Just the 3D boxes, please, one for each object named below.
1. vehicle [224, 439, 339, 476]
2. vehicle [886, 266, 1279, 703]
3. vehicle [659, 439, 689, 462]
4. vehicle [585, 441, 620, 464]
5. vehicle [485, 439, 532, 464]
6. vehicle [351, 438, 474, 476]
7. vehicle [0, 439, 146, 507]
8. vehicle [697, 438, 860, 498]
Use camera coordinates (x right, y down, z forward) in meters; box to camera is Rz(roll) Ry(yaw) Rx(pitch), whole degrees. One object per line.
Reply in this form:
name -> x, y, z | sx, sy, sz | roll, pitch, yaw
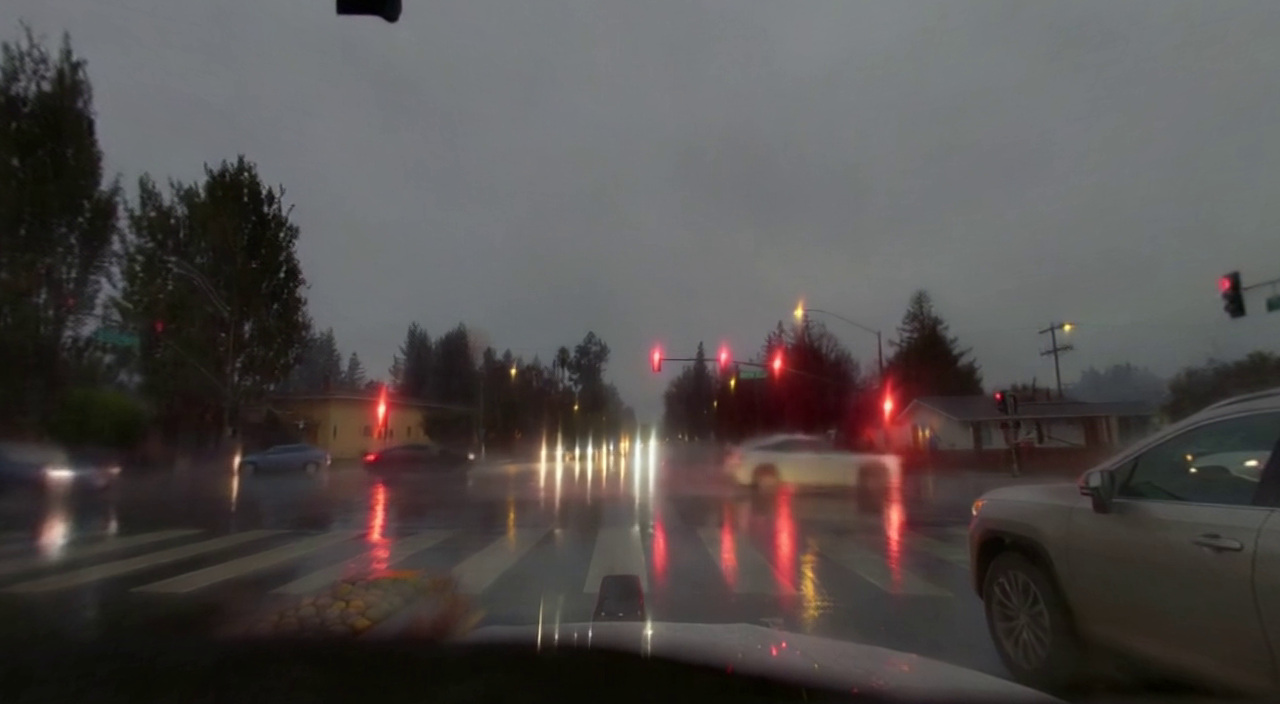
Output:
vehicle -> -18.528, 5.442, 32.831 | 2.065, 1.775, 4.667 | -7, -11, 39
vehicle -> 2.695, 0.708, 1.748 | 2.085, 1.800, 4.908 | 0, -9, 1
vehicle -> 2.543, 7.500, 48.035 | 2.130, 1.633, 4.532 | 0, -9, 2
vehicle -> -2.443, 6.716, 42.355 | 2.046, 1.491, 4.118 | 0, -8, 0
vehicle -> -8.997, 6.856, 43.664 | 2.028, 1.654, 5.027 | 0, -9, 1
vehicle -> -9.661, 4.441, 26.857 | 4.689, 1.490, 1.920 | 4, -9, -24
vehicle -> -15.873, 3.060, 16.226 | 4.680, 1.620, 1.943 | 0, -9, -1
vehicle -> 3.565, 3.070, 16.870 | 3.894, 1.487, 1.863 | 0, -9, -1
